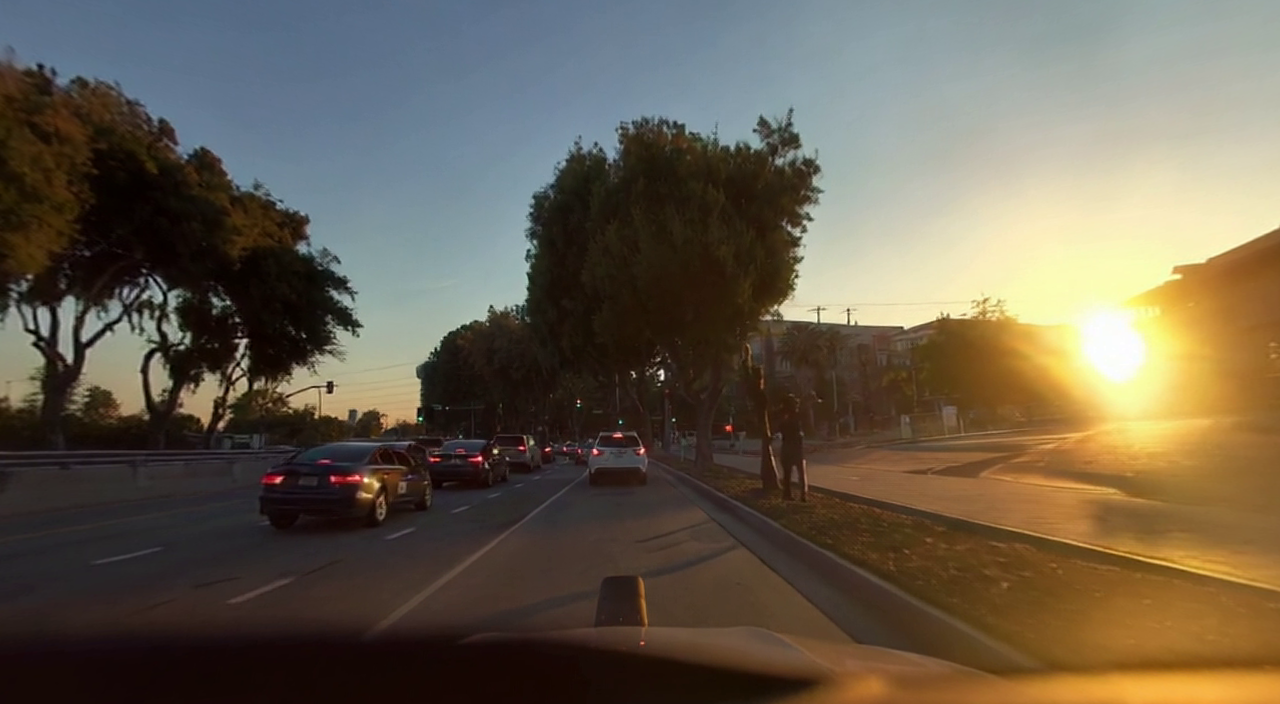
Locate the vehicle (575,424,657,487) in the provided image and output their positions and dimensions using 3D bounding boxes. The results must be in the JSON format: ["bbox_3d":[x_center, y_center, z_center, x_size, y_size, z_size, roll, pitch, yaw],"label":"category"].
[{"bbox_3d":[-0.781,3.348,20.638,2.368,1.829,4.293,0,-9,-2],"label":"vehicle"}]

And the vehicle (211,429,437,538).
[{"bbox_3d":[-5.424,2.295,11.618,2.069,1.616,4.108,0,-9,-1],"label":"vehicle"}]

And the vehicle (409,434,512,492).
[{"bbox_3d":[-5.632,3.541,20.517,2.010,1.674,4.484,0,-9,0],"label":"vehicle"}]

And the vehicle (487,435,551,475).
[{"bbox_3d":[-5.724,4.947,30.496,2.188,1.774,4.477,0,-9,0],"label":"vehicle"}]
